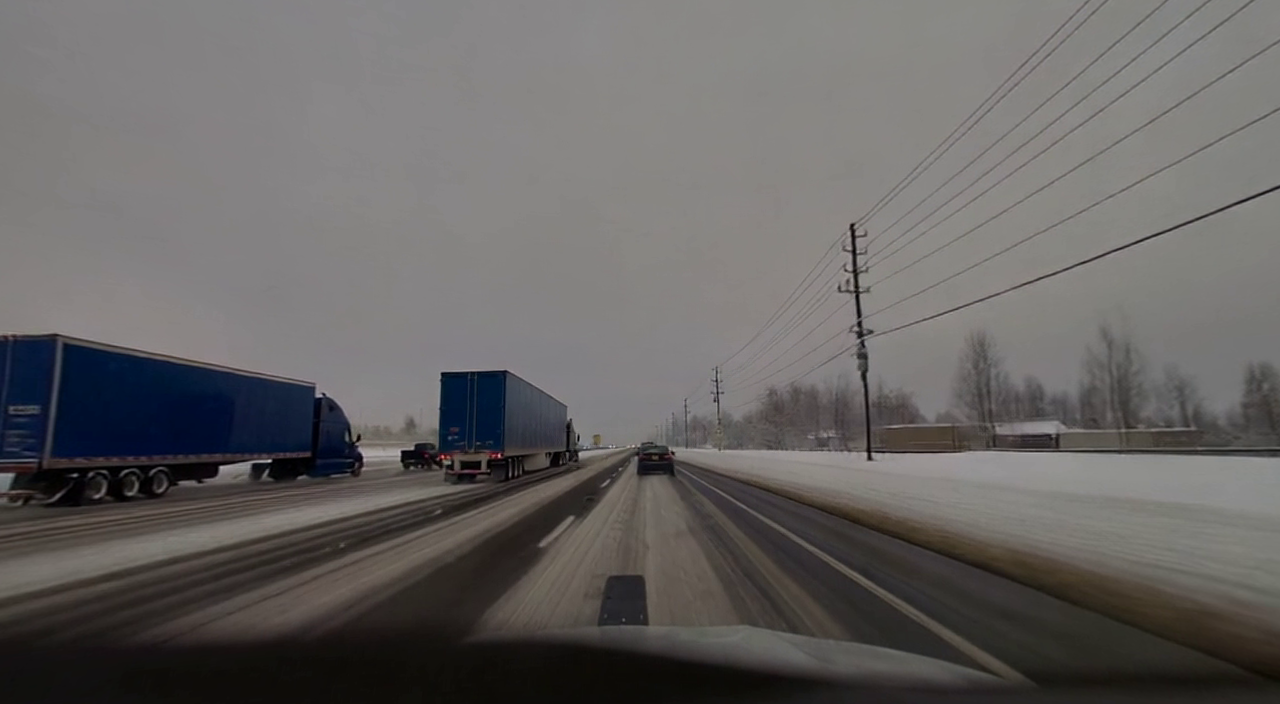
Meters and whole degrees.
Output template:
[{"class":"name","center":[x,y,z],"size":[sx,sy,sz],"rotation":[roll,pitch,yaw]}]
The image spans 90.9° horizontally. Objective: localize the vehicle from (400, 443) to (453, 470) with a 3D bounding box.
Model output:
[{"class":"vehicle","center":[-14.230,6.955,42.296],"size":[1.938,1.679,4.469],"rotation":[0,-8,1]}]

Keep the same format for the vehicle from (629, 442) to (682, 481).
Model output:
[{"class":"vehicle","center":[0.633,4.581,26.748],"size":[2.055,1.514,4.323],"rotation":[0,-8,1]}]

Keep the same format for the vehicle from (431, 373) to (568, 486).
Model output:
[{"class":"vehicle","center":[-5.960,3.927,30.501],"size":[2.907,4.081,15.311],"rotation":[0,-8,1]}]

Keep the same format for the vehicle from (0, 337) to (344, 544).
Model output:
[{"class":"vehicle","center":[-10.569,2.022,14.342],"size":[2.896,3.140,9.491],"rotation":[0,-8,1]}]
